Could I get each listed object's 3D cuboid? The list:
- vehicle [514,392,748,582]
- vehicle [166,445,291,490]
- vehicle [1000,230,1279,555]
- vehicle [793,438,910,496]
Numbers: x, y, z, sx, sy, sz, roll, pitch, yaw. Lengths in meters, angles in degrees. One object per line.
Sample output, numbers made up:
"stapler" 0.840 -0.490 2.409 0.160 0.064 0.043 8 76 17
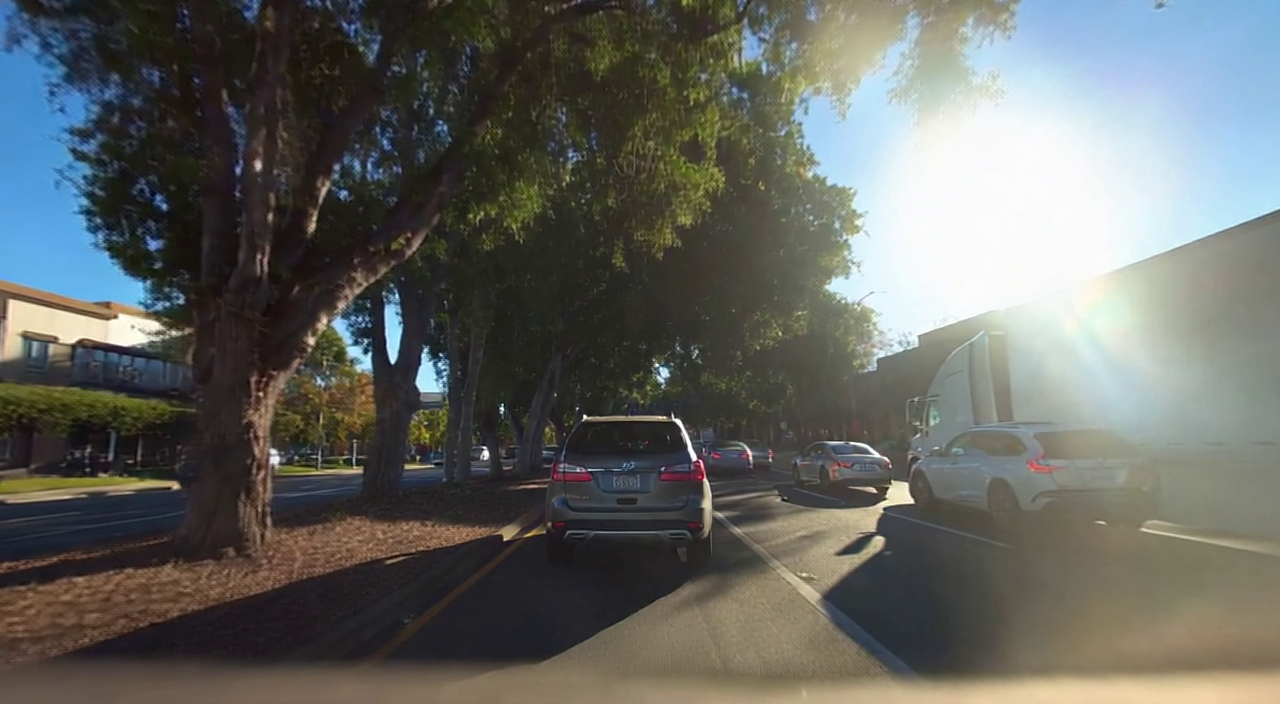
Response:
"vehicle" -0.124 1.659 8.463 2.320 1.880 4.192 0 -9 -1
"vehicle" -19.269 5.405 29.994 2.302 1.939 5.221 0 -9 1
"vehicle" 9.976 0.169 5.977 2.879 4.284 17.334 0 -9 0
"vehicle" 6.250 3.452 19.327 2.035 1.553 4.465 0 -9 0
